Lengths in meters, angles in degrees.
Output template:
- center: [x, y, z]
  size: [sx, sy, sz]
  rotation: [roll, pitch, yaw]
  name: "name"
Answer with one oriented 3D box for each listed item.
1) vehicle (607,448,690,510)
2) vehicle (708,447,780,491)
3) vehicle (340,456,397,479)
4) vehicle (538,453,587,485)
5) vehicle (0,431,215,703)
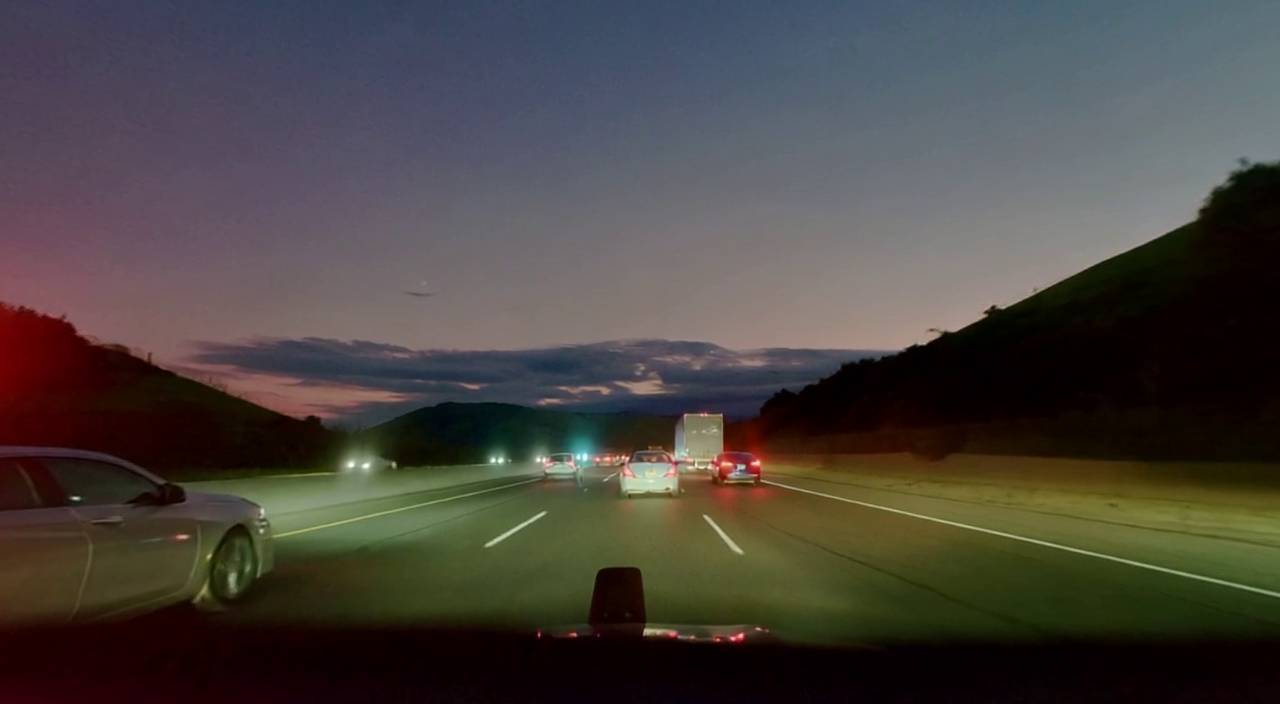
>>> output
- center: [0.228, 3.428, 17.392]
  size: [2.041, 1.484, 3.535]
  rotation: [0, -9, 0]
  name: "vehicle"
- center: [4.036, 4.631, 25.305]
  size: [2.029, 1.579, 4.484]
  rotation: [0, -9, -1]
  name: "vehicle"
- center: [-18.945, 8.046, 44.235]
  size: [1.985, 1.527, 4.174]
  rotation: [-1, -9, 3]
  name: "vehicle"
- center: [-3.787, 5.776, 31.419]
  size: [1.848, 1.486, 3.832]
  rotation: [0, -9, 1]
  name: "vehicle"
- center: [-4.413, 1.093, 2.793]
  size: [1.920, 1.506, 4.454]
  rotation: [0, -9, 0]
  name: "vehicle"
